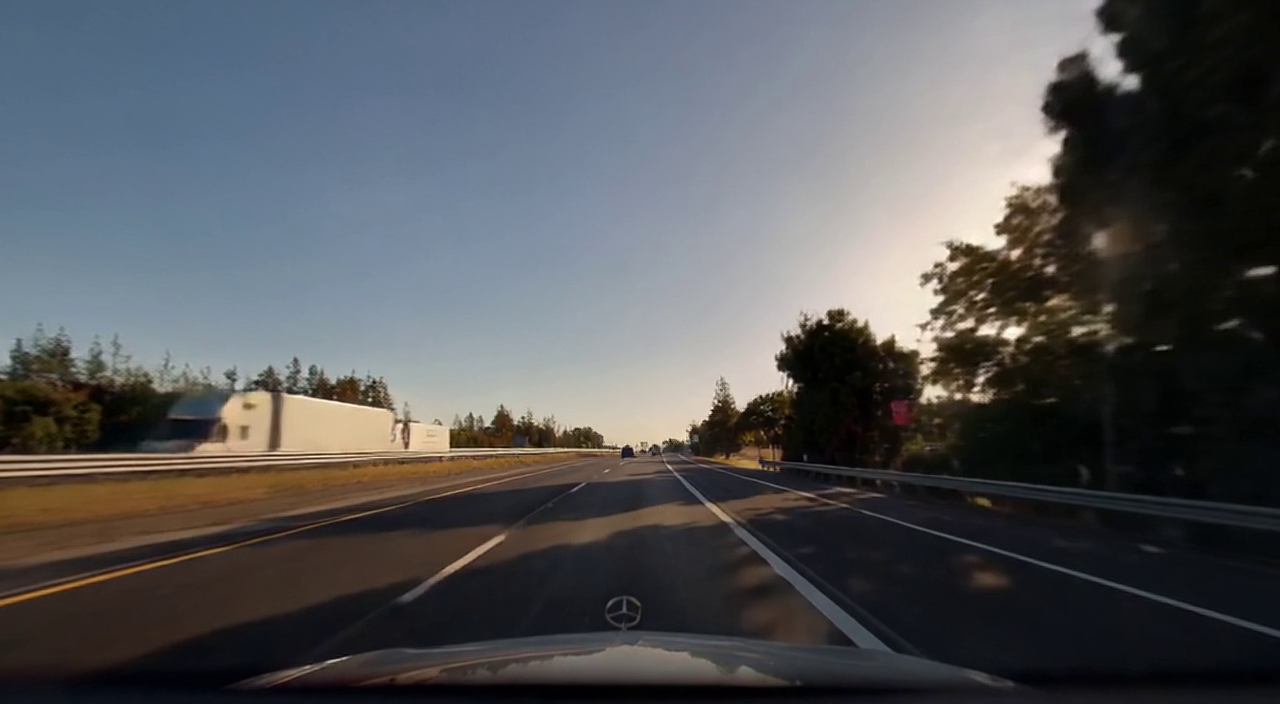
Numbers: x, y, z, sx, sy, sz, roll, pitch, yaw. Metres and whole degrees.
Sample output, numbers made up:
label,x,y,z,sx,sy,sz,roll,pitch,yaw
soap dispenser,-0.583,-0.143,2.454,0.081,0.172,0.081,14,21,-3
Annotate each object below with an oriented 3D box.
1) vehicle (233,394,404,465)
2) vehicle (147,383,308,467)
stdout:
label,x,y,z,sx,sy,sz,roll,pitch,yaw
vehicle,-20.878,5.488,42.989,2.889,3.945,15.988,0,-9,2
vehicle,-21.146,3.964,33.045,3.073,3.890,7.481,0,-9,2
